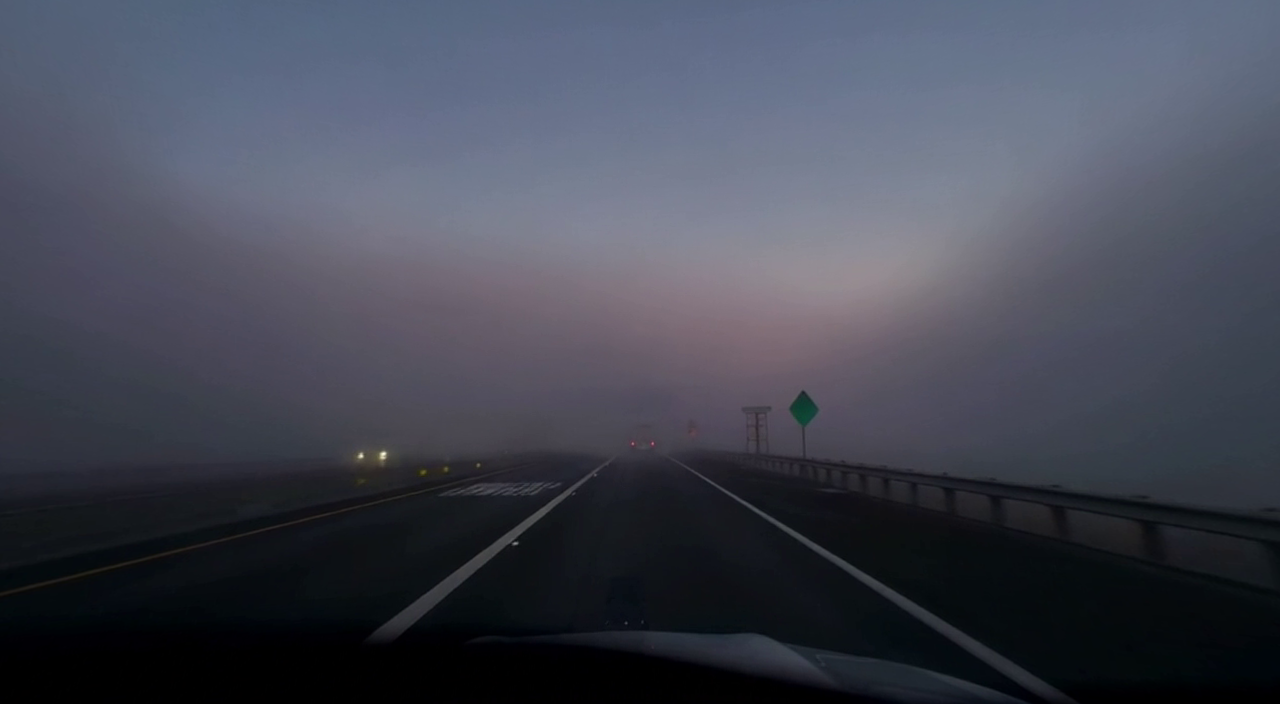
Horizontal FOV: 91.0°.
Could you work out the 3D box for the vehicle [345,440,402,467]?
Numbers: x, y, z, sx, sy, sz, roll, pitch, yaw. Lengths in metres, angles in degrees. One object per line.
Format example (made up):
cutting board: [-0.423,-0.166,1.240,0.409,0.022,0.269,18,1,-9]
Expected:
vehicle: [-15.543,5.914,36.904,1.773,1.441,3.706,1,-8,-2]

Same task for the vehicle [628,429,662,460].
vehicle: [0.370,6.634,45.133,2.277,2.109,4.922,1,-8,0]
